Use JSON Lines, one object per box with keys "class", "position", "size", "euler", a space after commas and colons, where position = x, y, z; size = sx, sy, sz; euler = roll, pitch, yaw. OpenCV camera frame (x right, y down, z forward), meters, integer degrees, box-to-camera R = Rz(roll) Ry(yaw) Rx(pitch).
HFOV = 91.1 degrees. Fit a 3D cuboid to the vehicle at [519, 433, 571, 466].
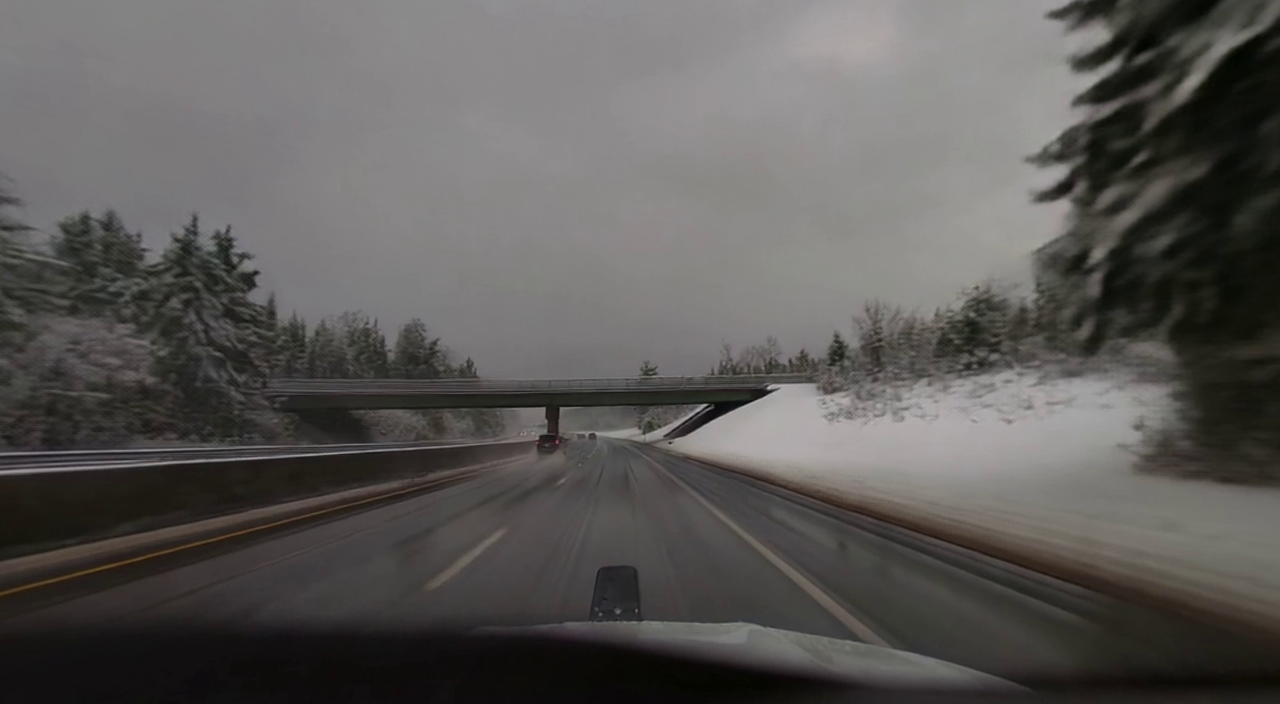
{"class": "vehicle", "position": [-4.698, 4.842, 31.580], "size": [2.005, 1.509, 4.260], "euler": [0, -8, -1]}
